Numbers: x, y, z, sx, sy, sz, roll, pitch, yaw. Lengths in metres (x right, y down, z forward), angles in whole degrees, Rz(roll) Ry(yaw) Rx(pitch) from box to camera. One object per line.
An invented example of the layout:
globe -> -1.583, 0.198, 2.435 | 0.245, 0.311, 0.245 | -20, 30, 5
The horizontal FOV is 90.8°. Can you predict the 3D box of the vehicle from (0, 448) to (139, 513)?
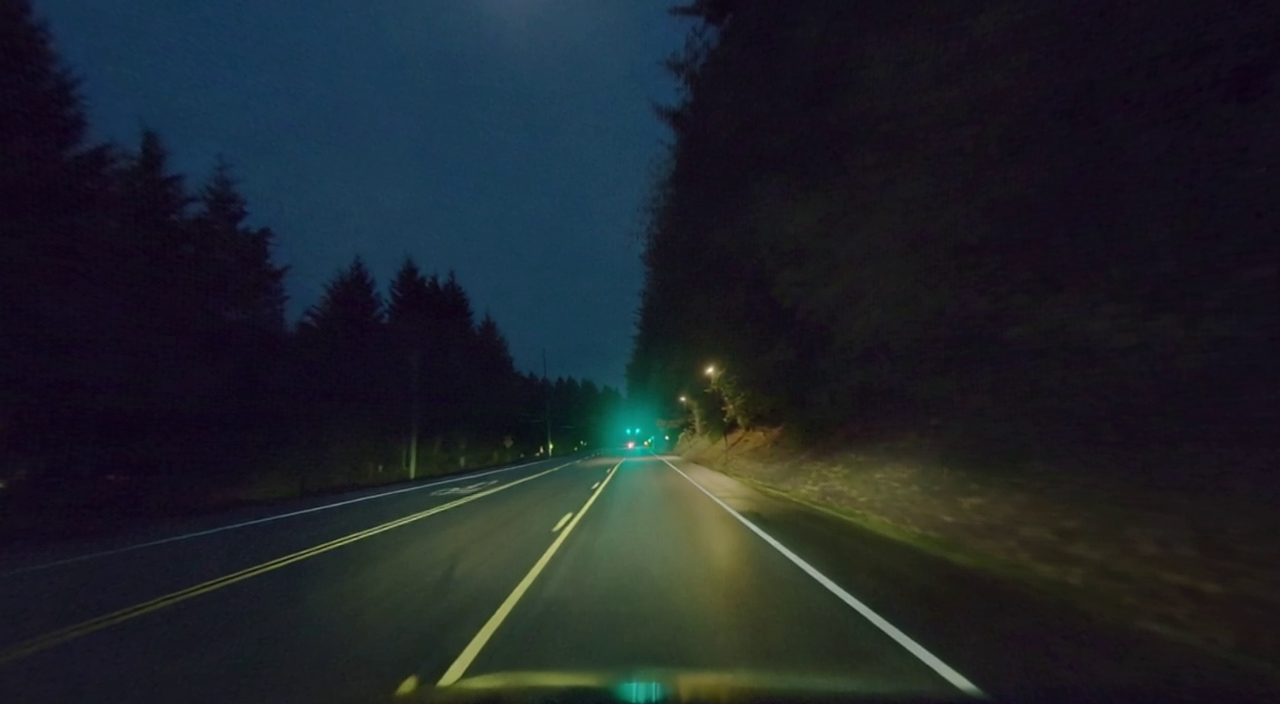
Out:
vehicle -> -20.549, 4.469, 21.896 | 4.655, 1.832, 2.227 | -5, -7, 2
